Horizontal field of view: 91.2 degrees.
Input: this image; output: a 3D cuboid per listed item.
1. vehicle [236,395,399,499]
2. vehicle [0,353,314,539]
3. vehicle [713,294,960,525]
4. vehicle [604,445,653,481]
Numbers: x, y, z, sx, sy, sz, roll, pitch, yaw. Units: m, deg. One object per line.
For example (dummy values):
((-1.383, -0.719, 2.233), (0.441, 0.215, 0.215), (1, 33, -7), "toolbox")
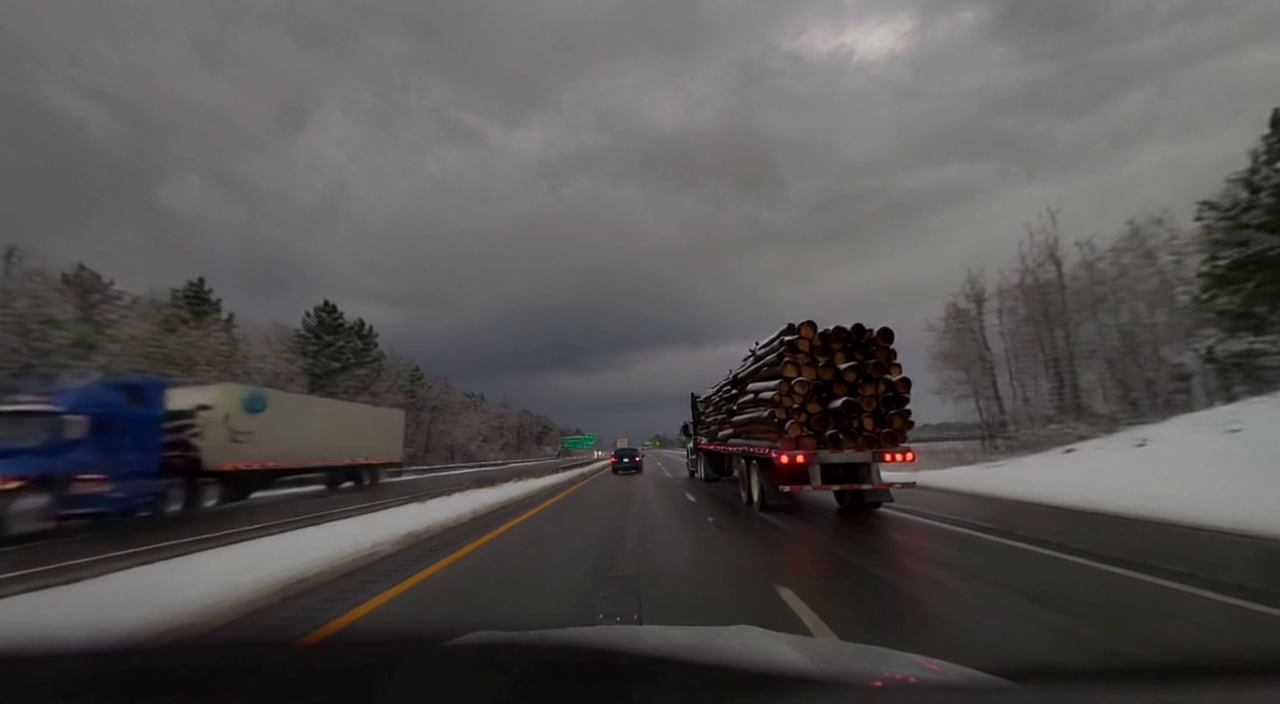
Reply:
((-14.031, 4.297, 28.325), (2.876, 3.959, 8.104), (-1, -9, 1), "vehicle")
((-14.101, 2.795, 18.675), (2.968, 3.947, 10.444), (-1, -9, 1), "vehicle")
((3.787, 1.564, 14.865), (3.004, 3.923, 8.363), (-1, -9, 0), "vehicle")
((-0.482, 5.036, 28.731), (2.099, 1.506, 4.097), (-1, -9, 0), "vehicle")
